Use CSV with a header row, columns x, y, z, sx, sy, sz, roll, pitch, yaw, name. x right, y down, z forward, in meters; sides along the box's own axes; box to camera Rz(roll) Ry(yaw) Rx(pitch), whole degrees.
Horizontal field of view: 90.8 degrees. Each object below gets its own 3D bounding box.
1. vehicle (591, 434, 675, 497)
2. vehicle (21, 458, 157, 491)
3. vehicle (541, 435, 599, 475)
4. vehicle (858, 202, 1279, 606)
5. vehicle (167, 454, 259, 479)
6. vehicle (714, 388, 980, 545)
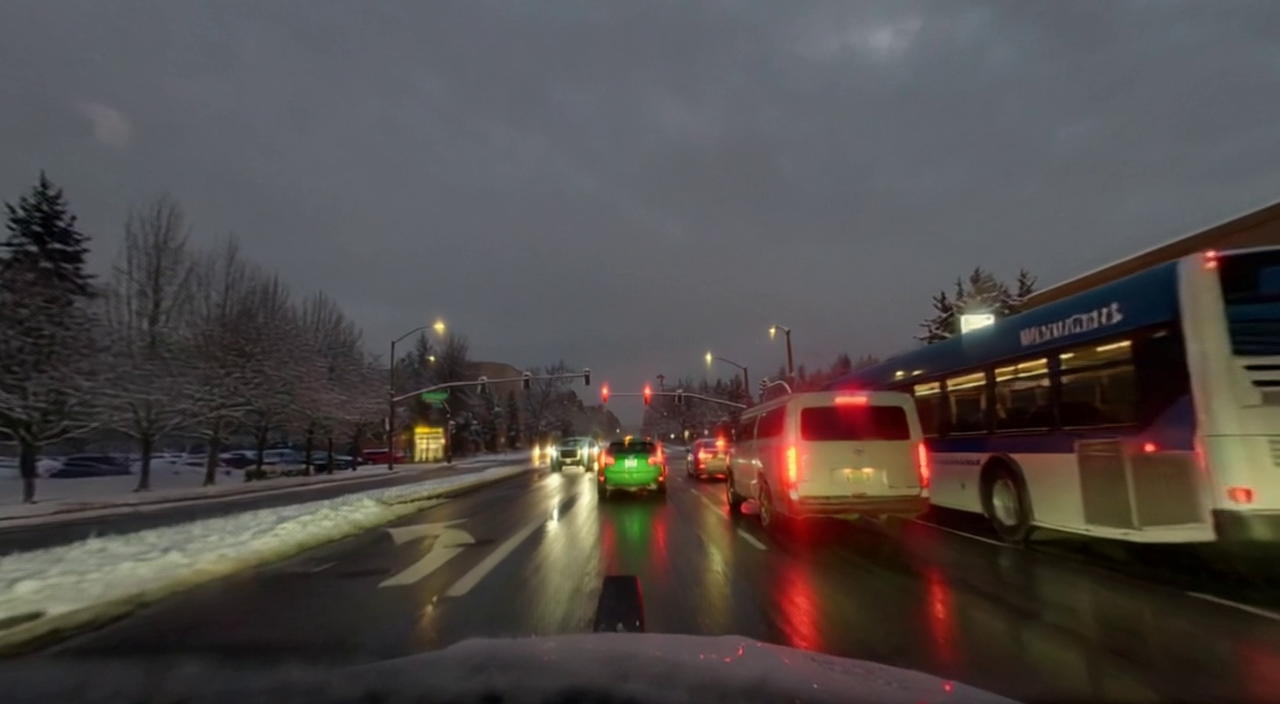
x,y,z,sx,sy,sz,roll,pitch,yaw,name
-0.203,3.066,17.418,2.071,1.525,3.723,0,-8,-1,vehicle
-28.267,6.270,32.641,4.881,1.458,1.914,4,-9,-27,vehicle
-3.114,4.714,29.155,2.180,1.708,4.397,0,-8,0,vehicle
6.413,0.990,9.598,2.879,3.318,8.881,0,-8,-1,vehicle
-27.829,7.445,41.376,4.800,1.461,1.831,5,-10,-31,vehicle
2.957,1.865,10.964,2.490,1.951,5.931,0,-8,-1,vehicle
